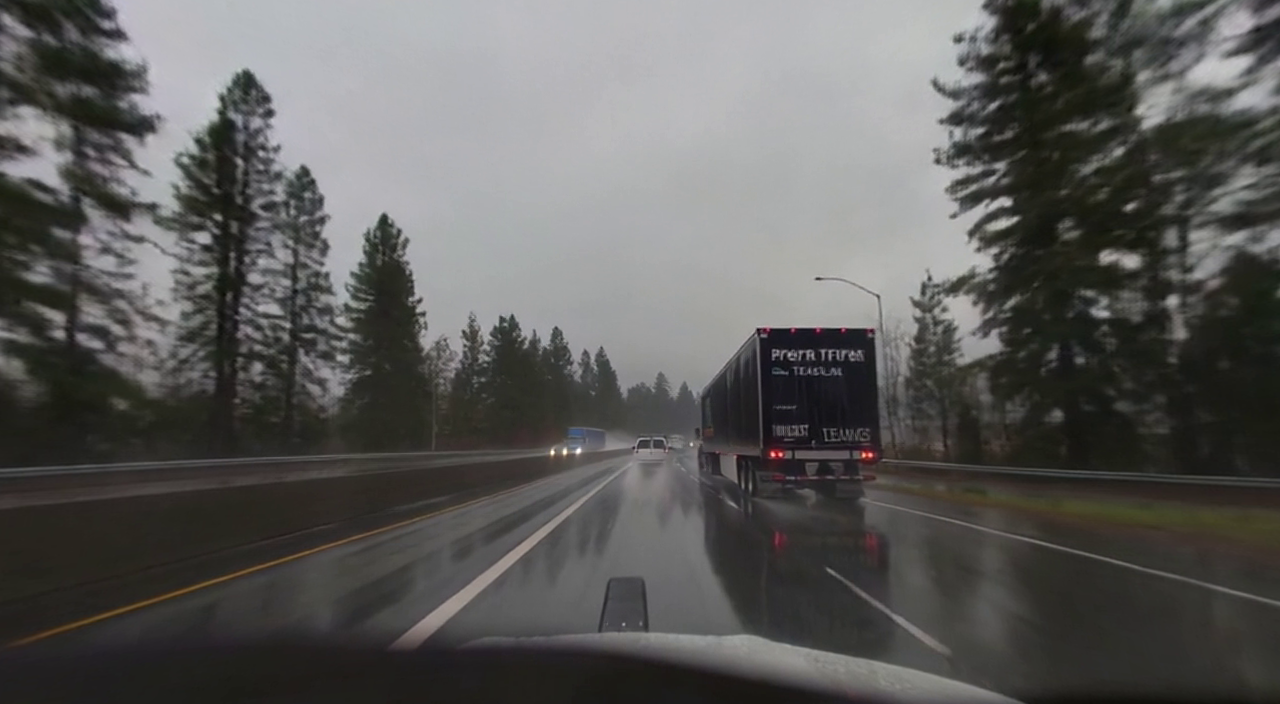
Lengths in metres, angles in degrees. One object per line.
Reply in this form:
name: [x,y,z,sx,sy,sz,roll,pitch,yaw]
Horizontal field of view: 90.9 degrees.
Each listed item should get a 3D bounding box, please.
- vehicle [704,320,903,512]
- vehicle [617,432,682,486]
vehicle: [4.344,2.571,22.003,2.899,4.160,16.621,0,-8,1]
vehicle: [0.364,4.021,24.063,2.222,1.848,4.610,0,-8,1]
